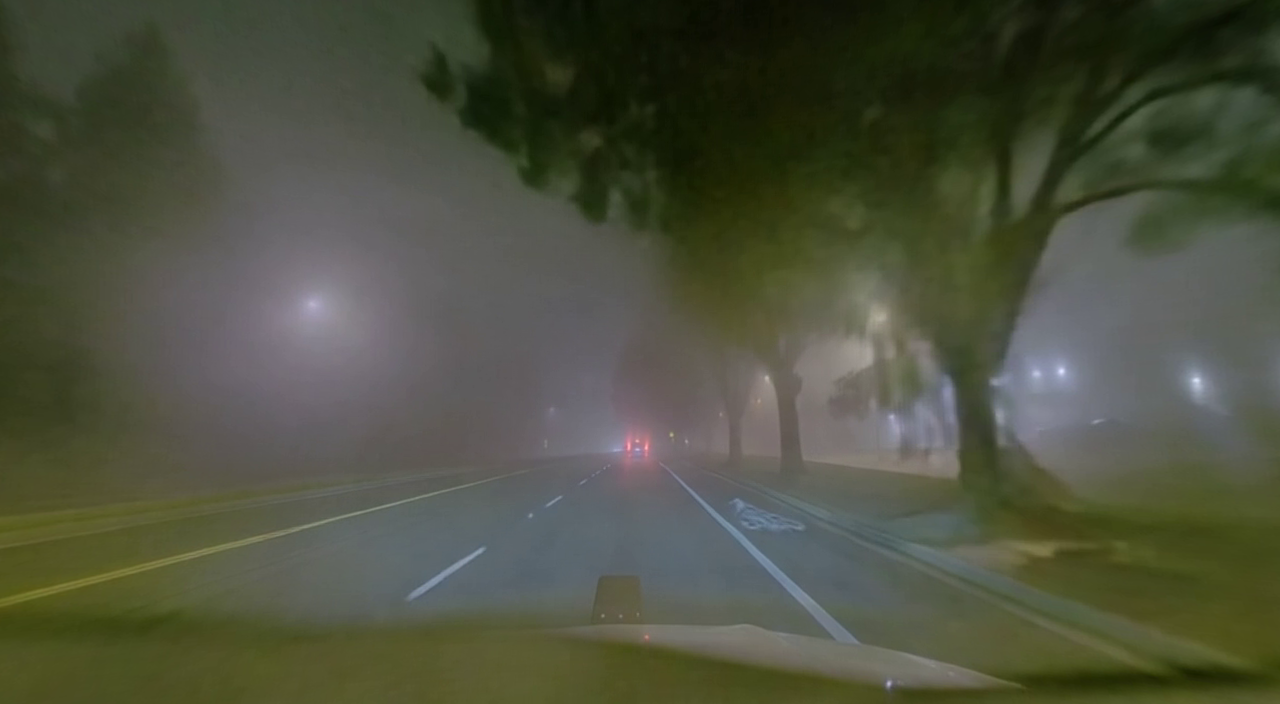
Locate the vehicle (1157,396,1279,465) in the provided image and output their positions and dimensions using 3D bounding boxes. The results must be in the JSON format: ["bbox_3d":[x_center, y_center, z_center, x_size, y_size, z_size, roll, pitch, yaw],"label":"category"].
[{"bbox_3d":[46.434,5.307,44.415,17.270,4.436,2.904,-2,-6,0],"label":"vehicle"}]
